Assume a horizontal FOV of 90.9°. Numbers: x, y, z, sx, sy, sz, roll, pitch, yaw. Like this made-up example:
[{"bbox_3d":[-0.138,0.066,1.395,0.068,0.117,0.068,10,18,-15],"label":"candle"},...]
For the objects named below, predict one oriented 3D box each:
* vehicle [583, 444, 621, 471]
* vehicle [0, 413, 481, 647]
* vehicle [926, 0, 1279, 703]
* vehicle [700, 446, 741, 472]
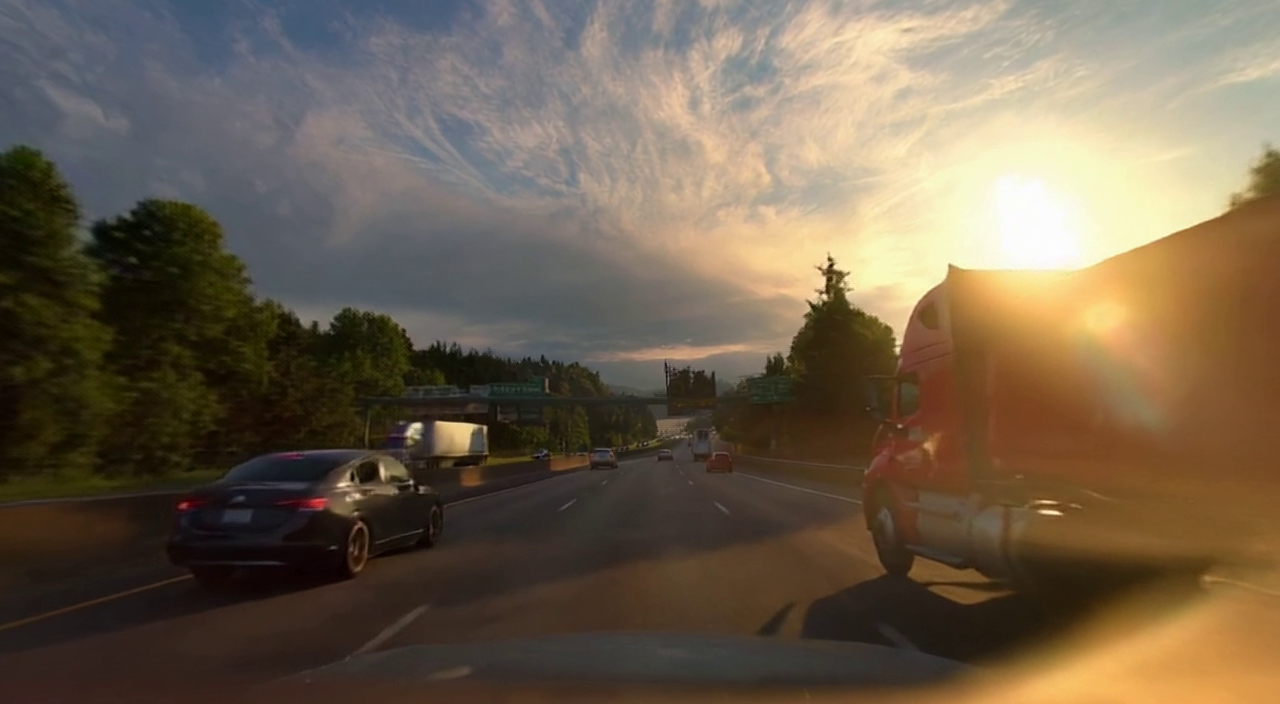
[{"bbox_3d":[-2.420,6.897,41.291,2.017,1.683,4.309,0,-9,2],"label":"vehicle"},{"bbox_3d":[-3.365,1.556,6.631,2.085,1.530,4.809,0,-9,1],"label":"vehicle"},{"bbox_3d":[4.315,-0.667,0.521,2.914,3.998,11.103,0,-9,0],"label":"vehicle"},{"bbox_3d":[5.155,6.914,40.812,2.176,1.598,3.878,0,-9,1],"label":"vehicle"}]
